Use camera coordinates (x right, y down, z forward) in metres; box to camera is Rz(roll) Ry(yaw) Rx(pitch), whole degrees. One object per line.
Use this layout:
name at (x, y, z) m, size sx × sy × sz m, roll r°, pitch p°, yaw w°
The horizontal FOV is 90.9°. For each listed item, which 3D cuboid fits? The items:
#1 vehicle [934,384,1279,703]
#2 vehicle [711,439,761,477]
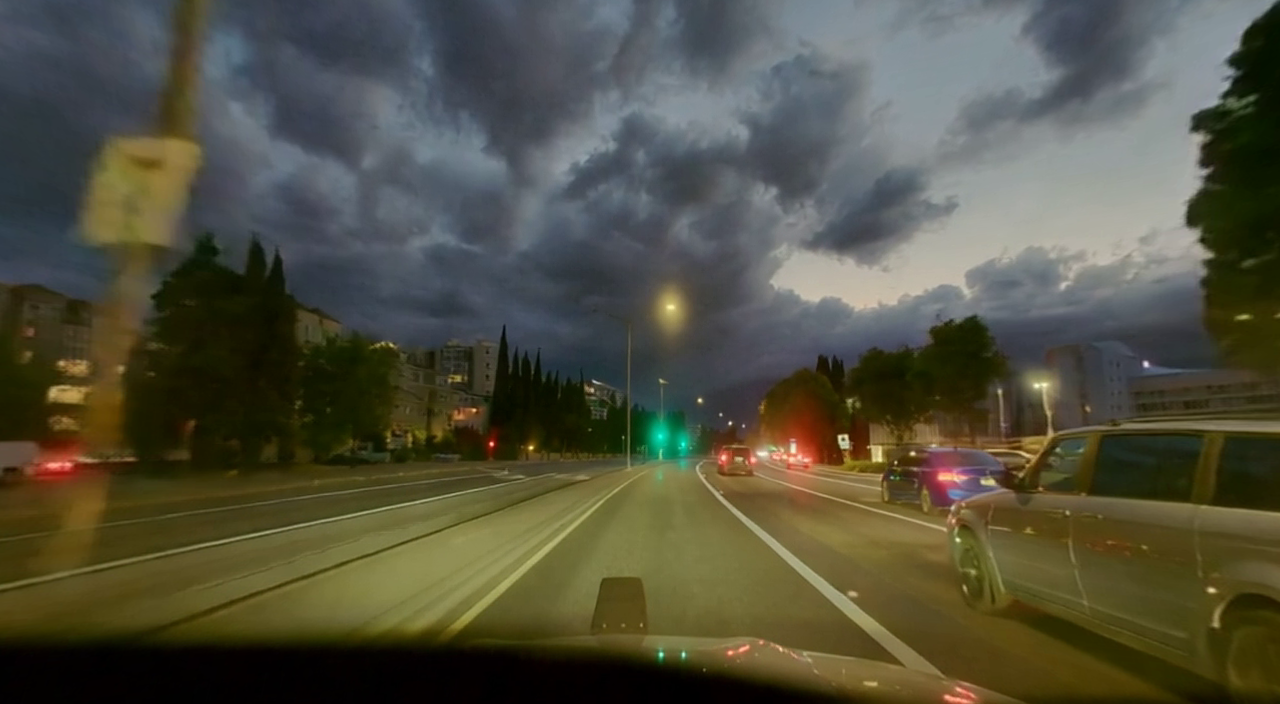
vehicle at (3.554, 1.107, 3.548) m, size 1.901 × 1.634 × 3.952 m, roll 0°, pitch -9°, yaw 1°
vehicle at (4.962, 5.540, 33.207) m, size 2.154 × 1.844 × 4.634 m, roll -1°, pitch -9°, yaw 3°
